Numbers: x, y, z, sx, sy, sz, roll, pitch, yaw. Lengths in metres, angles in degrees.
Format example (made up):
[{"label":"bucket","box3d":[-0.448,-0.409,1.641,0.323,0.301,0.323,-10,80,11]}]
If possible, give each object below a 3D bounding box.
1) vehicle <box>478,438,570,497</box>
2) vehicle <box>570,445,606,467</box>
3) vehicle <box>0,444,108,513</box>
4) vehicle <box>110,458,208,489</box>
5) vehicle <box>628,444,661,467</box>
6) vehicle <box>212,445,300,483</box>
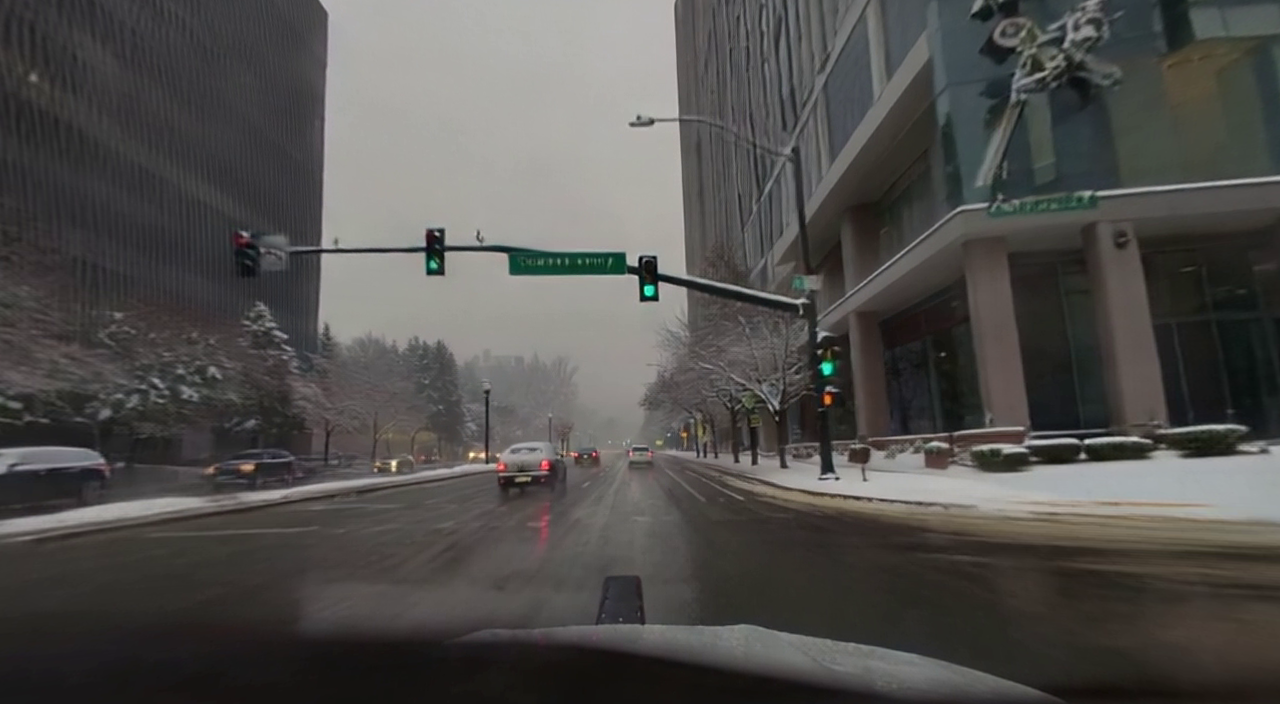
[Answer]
[{"label":"vehicle","box3d":[-3.304,3.363,18.790,1.983,1.545,3.773,0,-8,0]},{"label":"vehicle","box3d":[-3.631,7.365,44.942,2.088,1.430,4.482,0,-8,1]},{"label":"vehicle","box3d":[-17.183,3.347,16.949,1.926,1.711,4.516,0,-8,-1]},{"label":"vehicle","box3d":[-26.682,6.734,35.290,1.972,1.436,4.502,0,-8,0]},{"label":"vehicle","box3d":[0.235,6.927,42.463,2.102,1.482,4.125,0,-8,-1]},{"label":"vehicle","box3d":[-20.478,5.954,33.926,2.068,1.848,4.247,0,-8,0]}]
